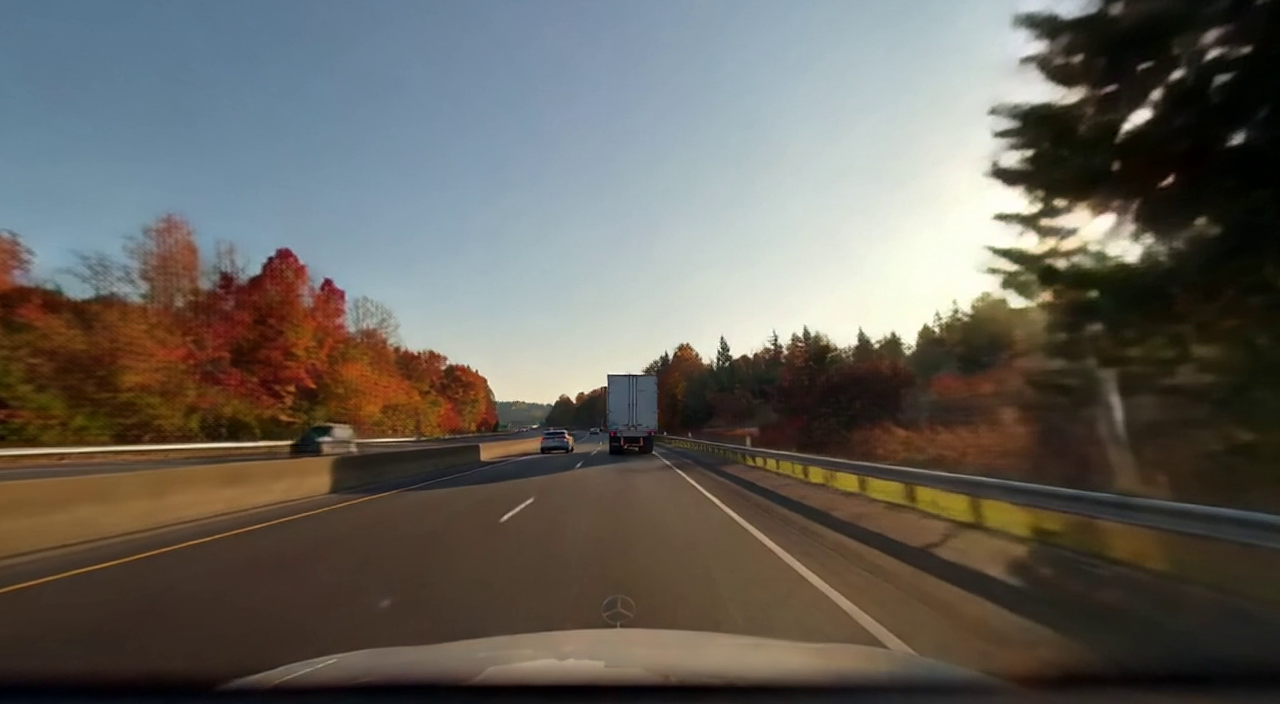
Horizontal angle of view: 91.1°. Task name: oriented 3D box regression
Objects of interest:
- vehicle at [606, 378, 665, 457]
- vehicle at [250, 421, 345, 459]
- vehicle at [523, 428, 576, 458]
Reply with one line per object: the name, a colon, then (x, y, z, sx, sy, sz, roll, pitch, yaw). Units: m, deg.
vehicle: (-0.415, 4.120, 37.986, 3.013, 4.016, 11.496, 0, -8, -2)
vehicle: (-15.916, 4.111, 29.550, 1.979, 1.653, 4.497, 0, -8, -1)
vehicle: (-4.737, 4.837, 33.613, 2.217, 1.495, 4.245, 0, -8, 0)
